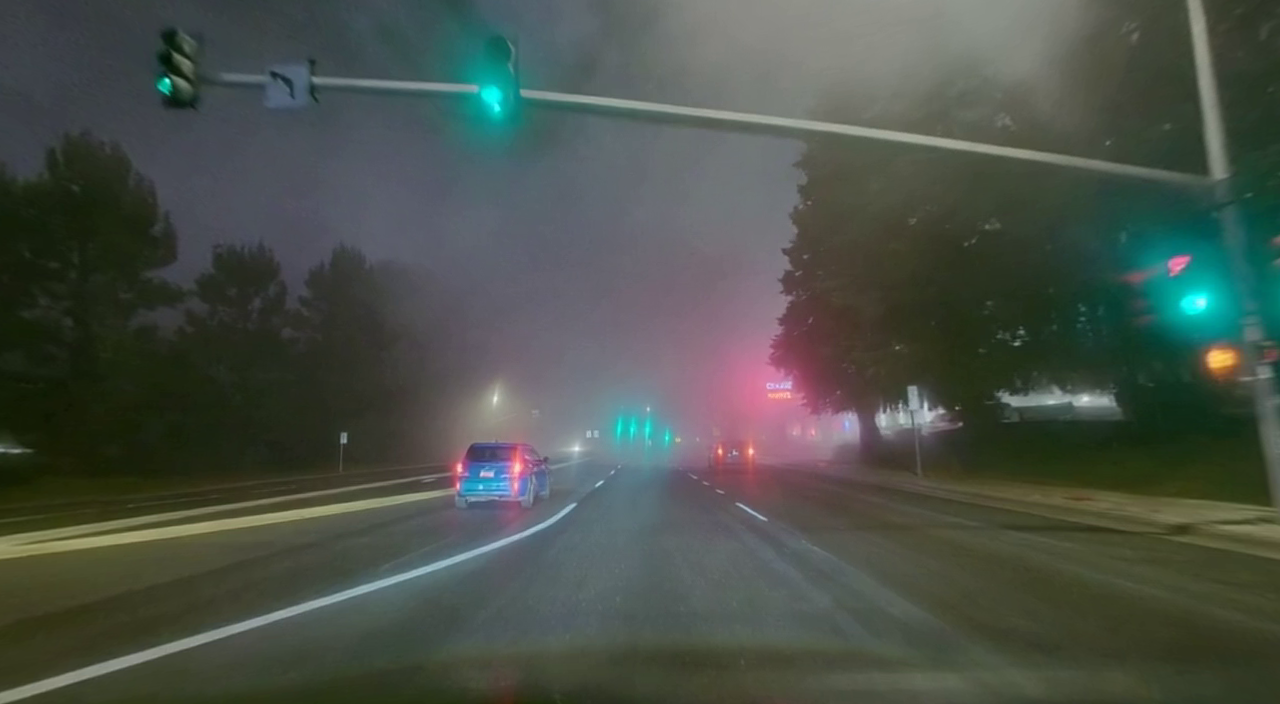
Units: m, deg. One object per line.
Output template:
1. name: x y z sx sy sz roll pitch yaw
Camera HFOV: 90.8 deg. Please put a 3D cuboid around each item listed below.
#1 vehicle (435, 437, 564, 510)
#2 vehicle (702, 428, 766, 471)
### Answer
1. vehicle: -3.118 2.775 15.008 2.017 1.470 4.293 0 -8 1
2. vehicle: 4.716 5.028 32.728 2.476 2.016 5.586 0 -8 0
